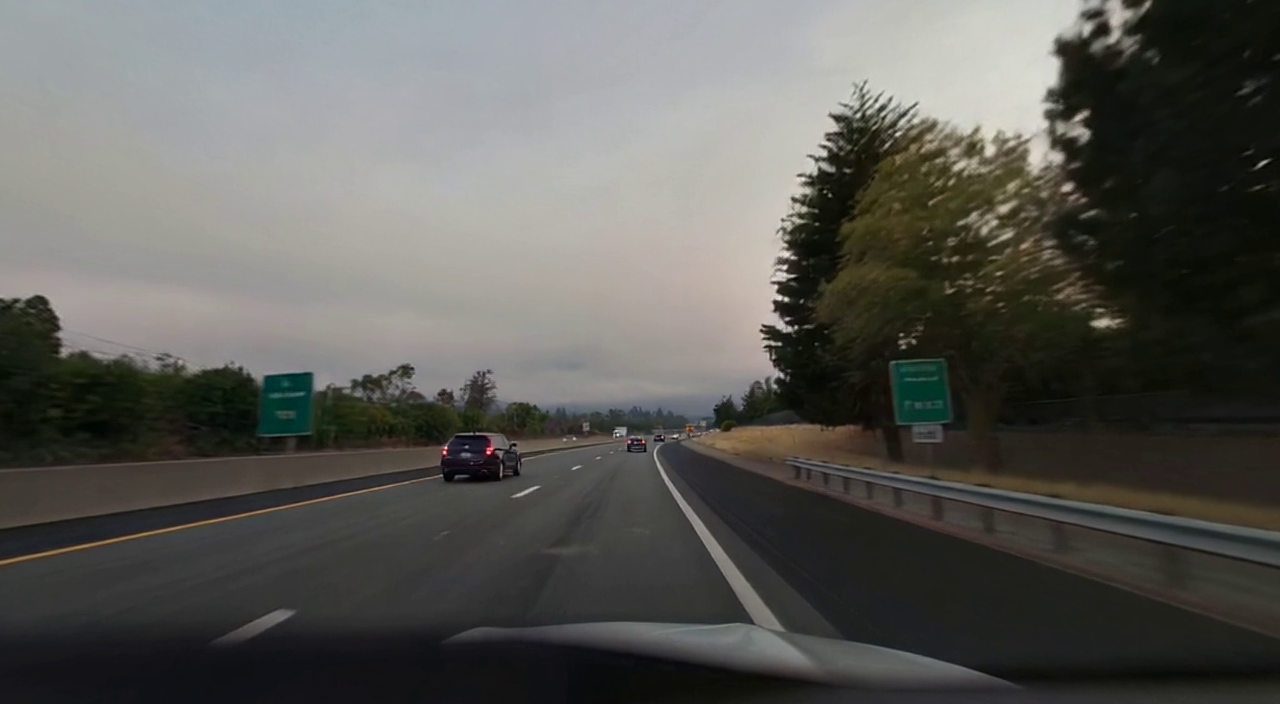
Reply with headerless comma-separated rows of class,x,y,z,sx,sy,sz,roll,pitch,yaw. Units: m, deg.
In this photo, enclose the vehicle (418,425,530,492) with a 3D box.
vehicle,-4.616,3.035,18.275,2.075,1.653,4.317,-1,-8,0
